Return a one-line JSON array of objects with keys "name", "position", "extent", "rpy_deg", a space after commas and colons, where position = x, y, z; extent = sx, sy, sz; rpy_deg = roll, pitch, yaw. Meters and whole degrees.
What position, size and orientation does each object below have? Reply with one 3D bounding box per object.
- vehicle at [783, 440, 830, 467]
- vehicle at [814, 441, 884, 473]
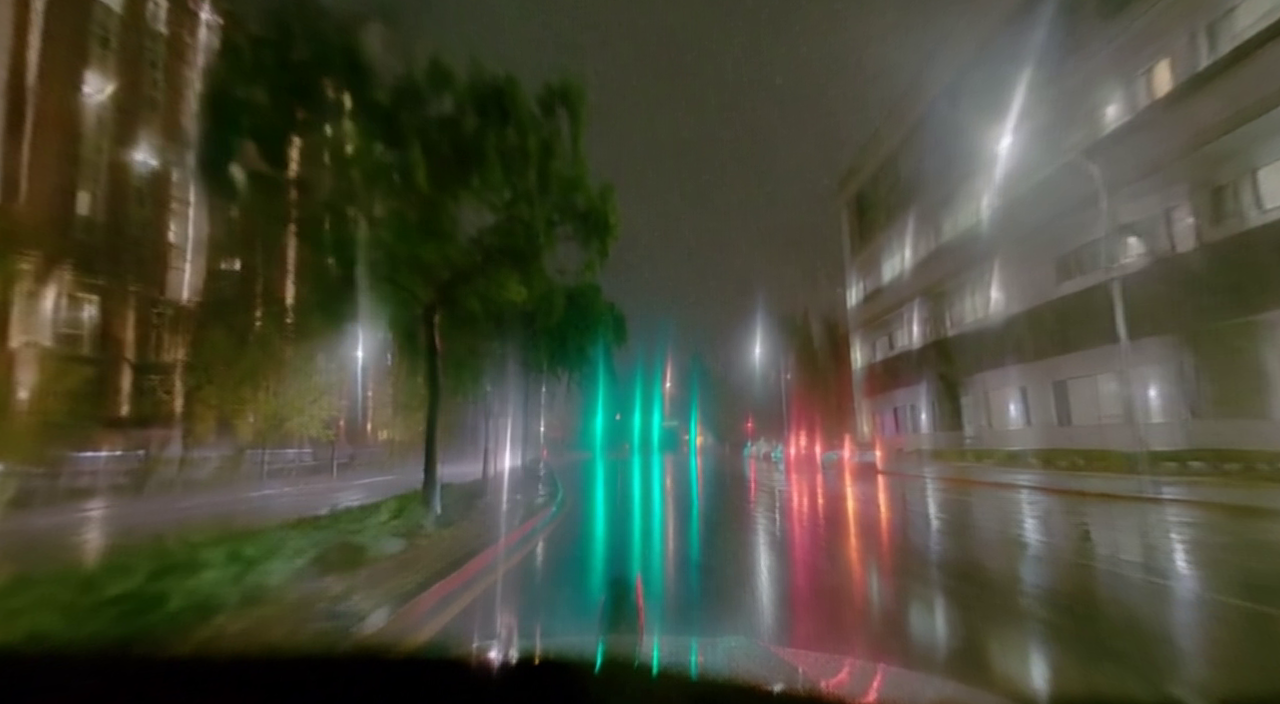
[{"name": "vehicle", "position": [10.396, 6.368, 39.714], "extent": [1.889, 1.631, 4.021], "rpy_deg": [0, -9, 0]}, {"name": "vehicle", "position": [10.319, 5.206, 31.553], "extent": [1.956, 1.462, 4.306], "rpy_deg": [0, -9, -1]}]
